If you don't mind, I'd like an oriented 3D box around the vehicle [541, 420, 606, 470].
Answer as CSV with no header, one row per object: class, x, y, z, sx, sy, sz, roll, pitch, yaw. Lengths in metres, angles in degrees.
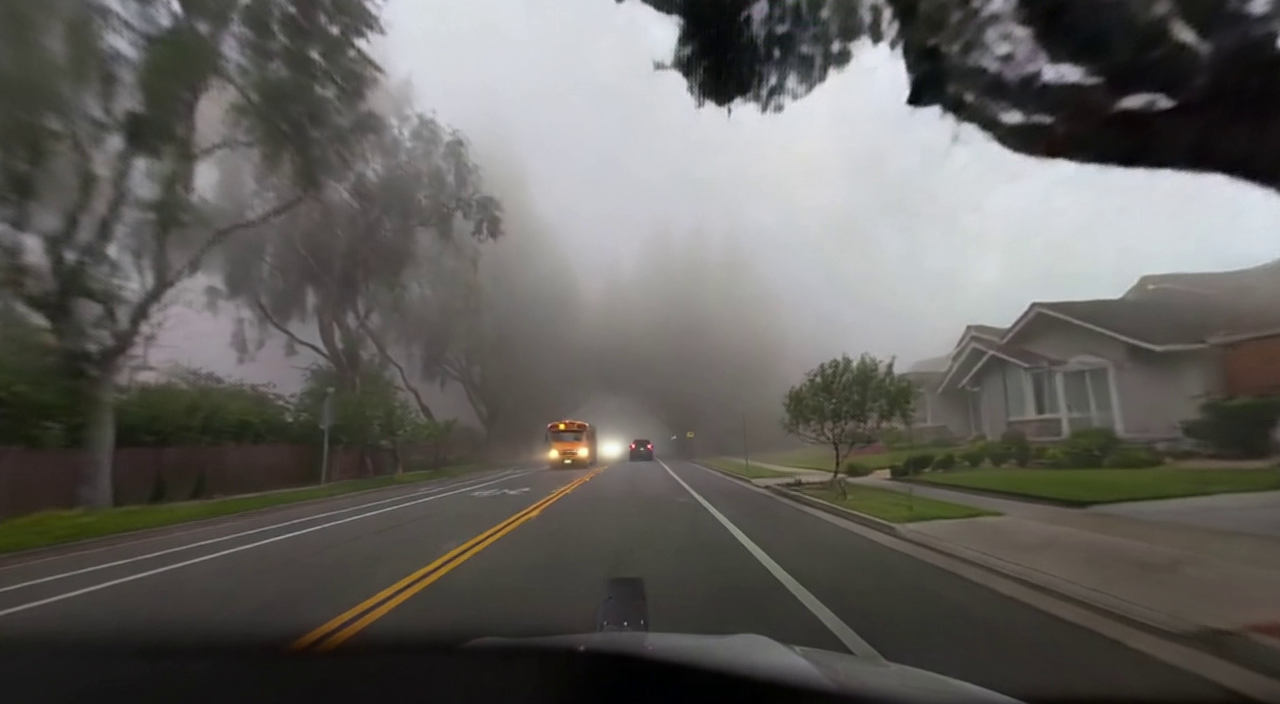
vehicle,-4.028,5.962,40.450,2.966,2.818,9.113,0,-8,2
